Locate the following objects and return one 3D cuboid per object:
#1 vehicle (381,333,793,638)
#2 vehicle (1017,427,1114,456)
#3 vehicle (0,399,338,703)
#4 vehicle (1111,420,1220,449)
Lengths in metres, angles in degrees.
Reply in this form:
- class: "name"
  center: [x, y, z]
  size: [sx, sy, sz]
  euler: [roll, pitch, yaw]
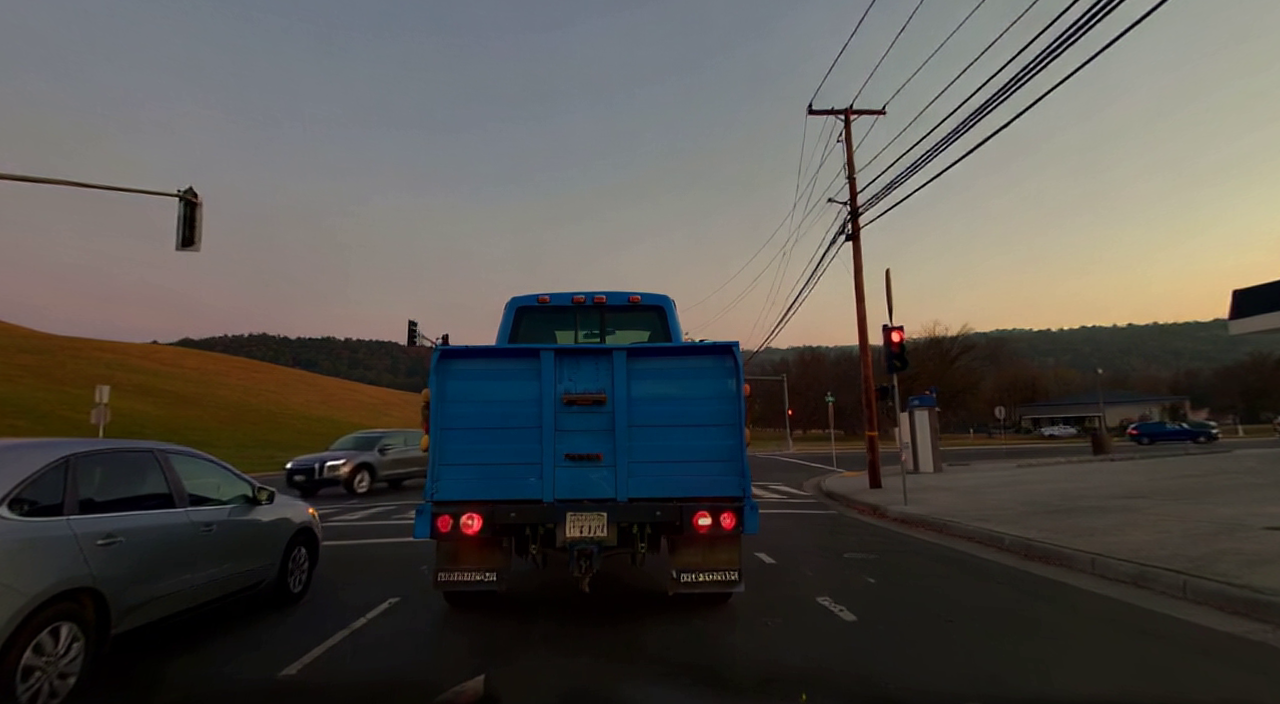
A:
- class: "vehicle"
  center: [-0.420, 1.323, 7.209]
  size: [2.859, 2.144, 5.406]
  euler: [0, -9, -1]
- class: "vehicle"
  center: [25.574, 5.397, 37.924]
  size: [4.419, 1.496, 1.854]
  euler: [-2, -9, 1]
- class: "vehicle"
  center: [-3.958, 1.188, 3.981]
  size: [2.017, 1.555, 4.150]
  euler: [-1, -9, 0]
- class: "vehicle"
  center: [34.272, 5.433, 41.276]
  size: [2.012, 1.757, 5.021]
  euler: [3, -9, -20]
